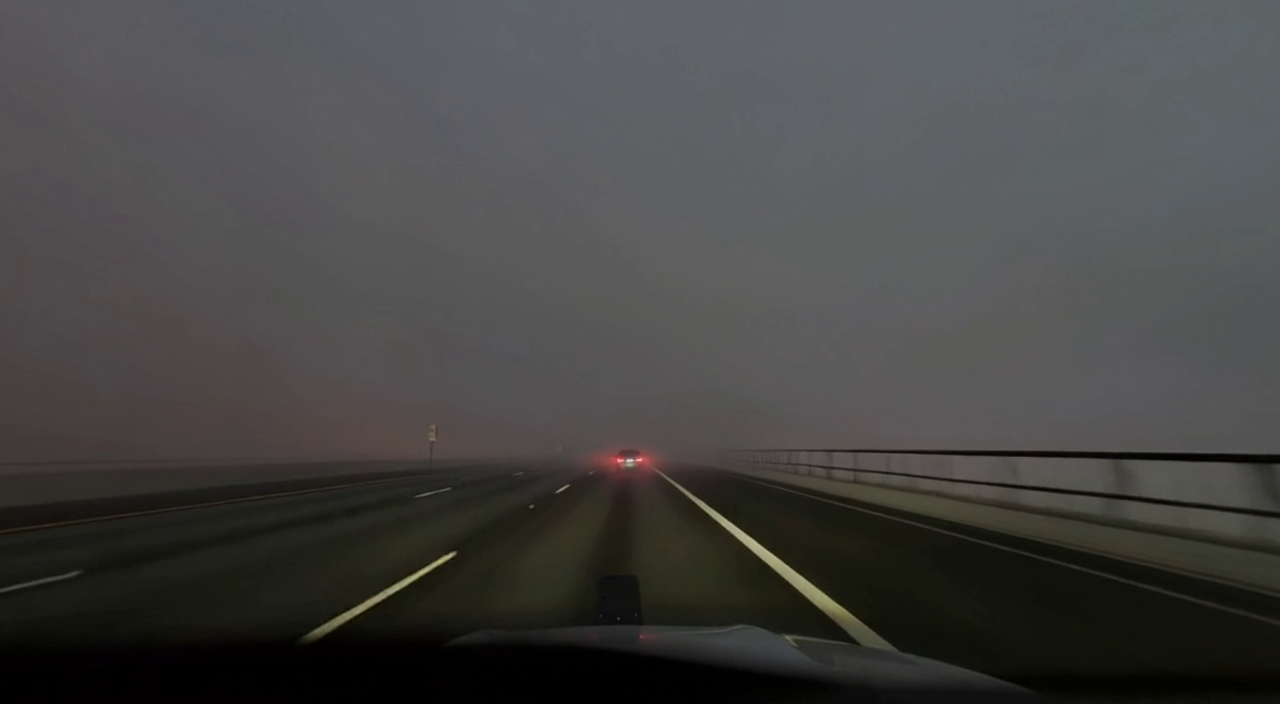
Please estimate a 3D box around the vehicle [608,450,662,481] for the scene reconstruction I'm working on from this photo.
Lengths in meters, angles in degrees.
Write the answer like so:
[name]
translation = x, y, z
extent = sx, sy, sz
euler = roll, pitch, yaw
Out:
[vehicle]
translation = -0.293, 5.494, 30.746
extent = 2.398, 1.336, 5.698
euler = 0, -9, -1
